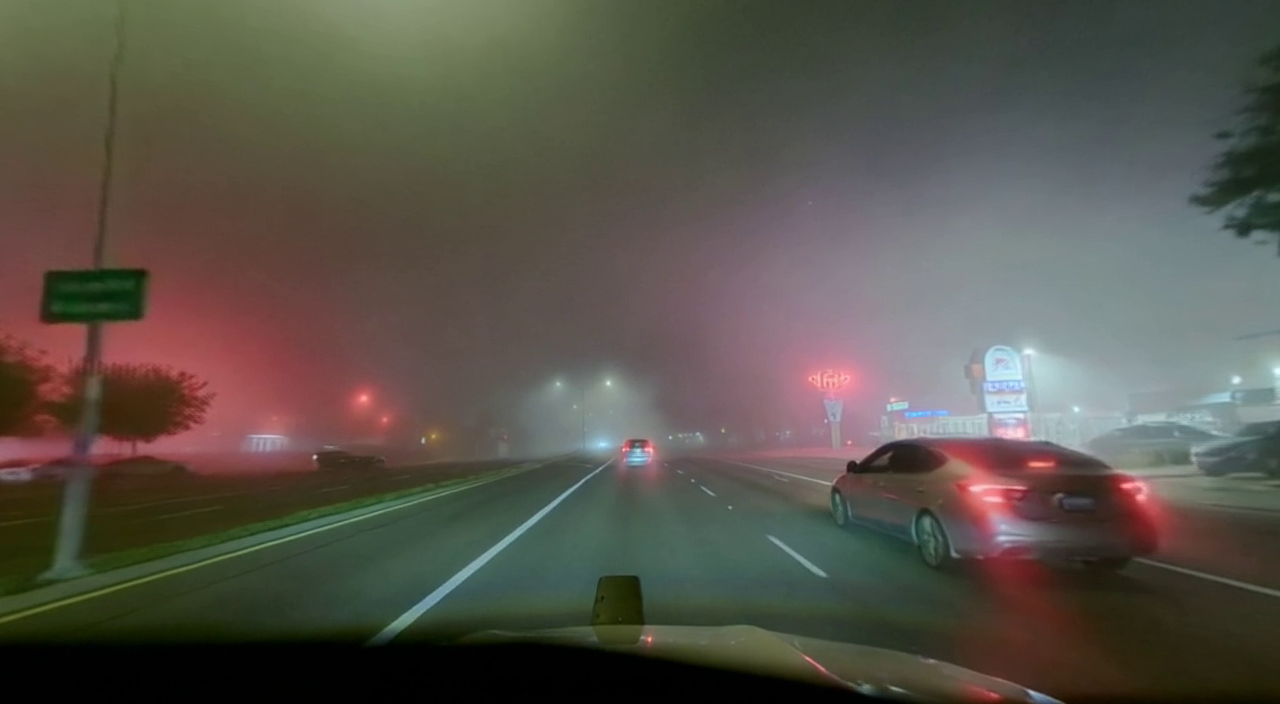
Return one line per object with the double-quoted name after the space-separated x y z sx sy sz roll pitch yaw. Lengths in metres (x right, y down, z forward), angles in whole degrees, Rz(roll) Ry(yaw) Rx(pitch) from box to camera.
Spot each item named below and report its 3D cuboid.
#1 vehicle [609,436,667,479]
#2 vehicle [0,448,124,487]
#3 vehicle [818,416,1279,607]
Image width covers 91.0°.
-0.102 3.939 23.704 1.998 1.452 3.773 0 -8 -1 "vehicle"
-27.175 5.333 29.292 4.519 1.712 1.932 0 -8 -2 "vehicle"
3.873 1.587 7.282 2.153 1.456 4.705 0 -9 -1 "vehicle"
